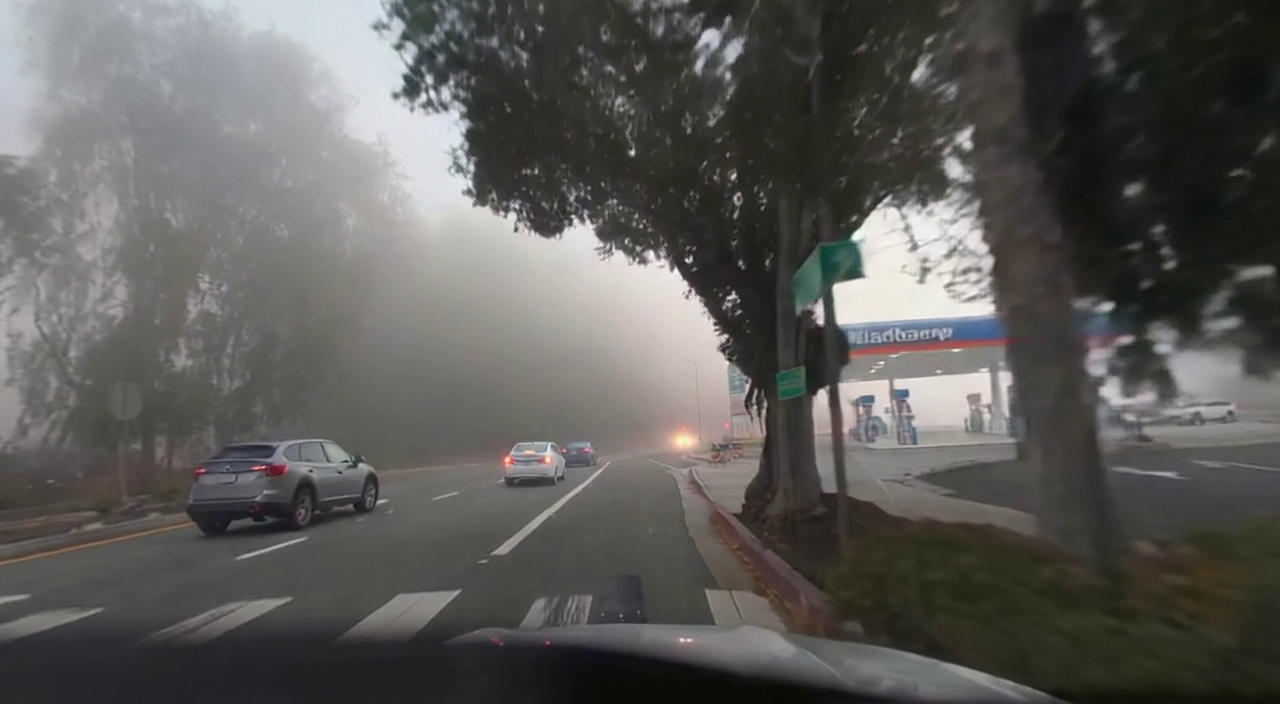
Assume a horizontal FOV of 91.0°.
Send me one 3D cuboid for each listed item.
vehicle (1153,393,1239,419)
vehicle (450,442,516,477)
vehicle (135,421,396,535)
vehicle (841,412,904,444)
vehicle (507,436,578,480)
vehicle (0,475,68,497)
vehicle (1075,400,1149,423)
[{"bbox_3d":[42.322,4.171,48.089,1.985,1.630,5.151,-2,-9,3],"label":"vehicle"},{"bbox_3d":[-7.201,4.963,29.320,1.875,1.479,4.558,0,-9,0],"label":"vehicle"},{"bbox_3d":[-6.805,2.341,12.278,2.102,1.774,4.662,0,-9,1],"label":"vehicle"},{"bbox_3d":[17.075,5.702,46.610,2.322,2.152,5.668,-1,-8,-2],"label":"vehicle"},{"bbox_3d":[-3.743,4.180,24.931,2.060,1.580,3.980,0,-9,2],"label":"vehicle"},{"bbox_3d":[-46.181,10.071,47.223,4.384,1.490,2.031,-1,-10,0],"label":"vehicle"},{"bbox_3d":[35.962,4.617,48.132,1.816,1.452,4.698,-6,-7,-2],"label":"vehicle"}]
